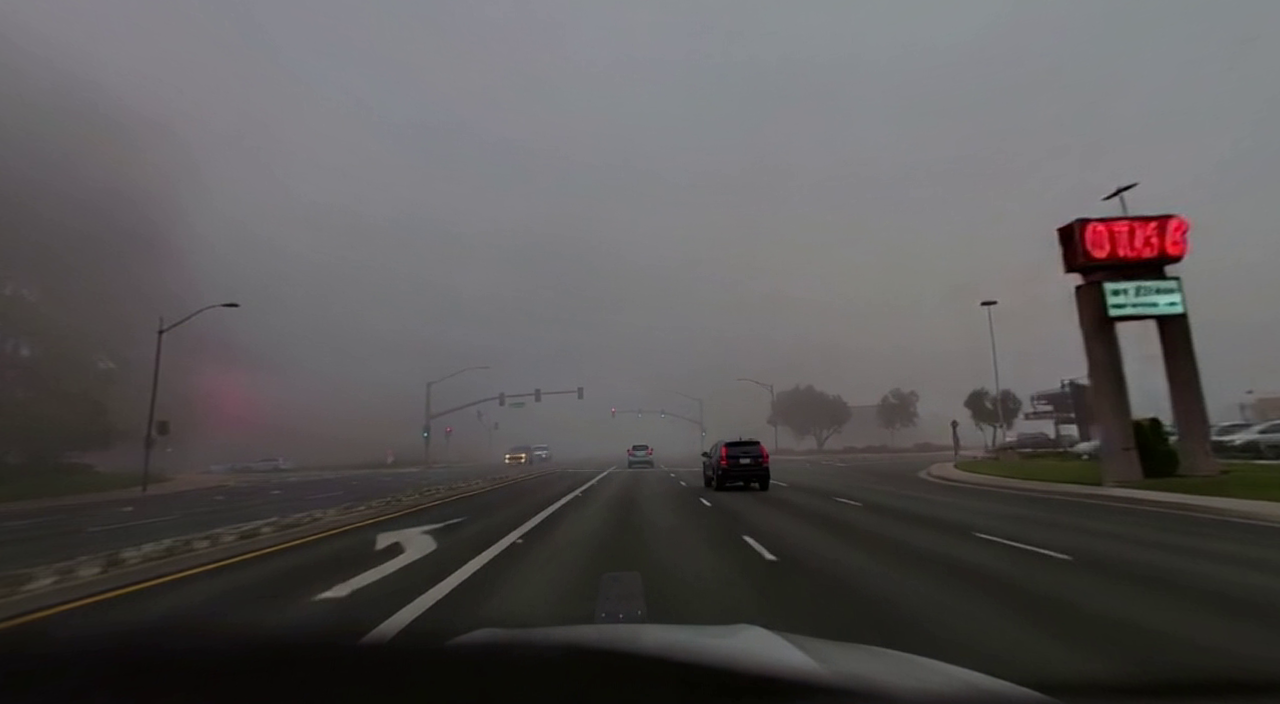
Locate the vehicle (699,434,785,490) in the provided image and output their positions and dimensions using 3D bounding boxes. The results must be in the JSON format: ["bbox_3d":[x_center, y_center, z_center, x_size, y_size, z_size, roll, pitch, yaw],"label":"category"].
[{"bbox_3d":[3.261,3.633,21.166,2.022,1.643,4.326,0,-8,-2],"label":"vehicle"}]

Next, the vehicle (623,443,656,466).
[{"bbox_3d":[-0.055,7.005,43.152,2.135,1.468,4.076,0,-8,-1],"label":"vehicle"}]
